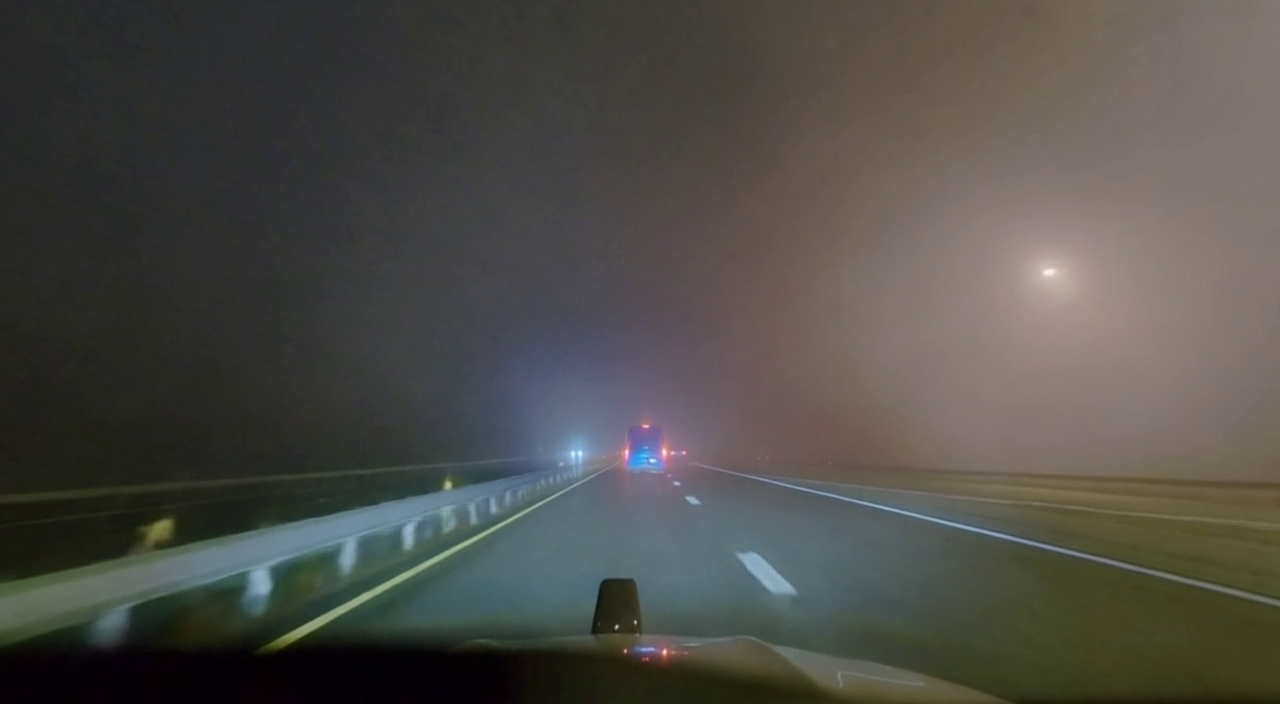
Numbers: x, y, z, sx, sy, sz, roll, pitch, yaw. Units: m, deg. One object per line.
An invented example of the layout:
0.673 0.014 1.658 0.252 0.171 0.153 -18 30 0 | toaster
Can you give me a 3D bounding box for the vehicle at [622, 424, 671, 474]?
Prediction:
0.385 5.580 35.979 2.560 2.598 5.581 -1 -9 1 | vehicle
